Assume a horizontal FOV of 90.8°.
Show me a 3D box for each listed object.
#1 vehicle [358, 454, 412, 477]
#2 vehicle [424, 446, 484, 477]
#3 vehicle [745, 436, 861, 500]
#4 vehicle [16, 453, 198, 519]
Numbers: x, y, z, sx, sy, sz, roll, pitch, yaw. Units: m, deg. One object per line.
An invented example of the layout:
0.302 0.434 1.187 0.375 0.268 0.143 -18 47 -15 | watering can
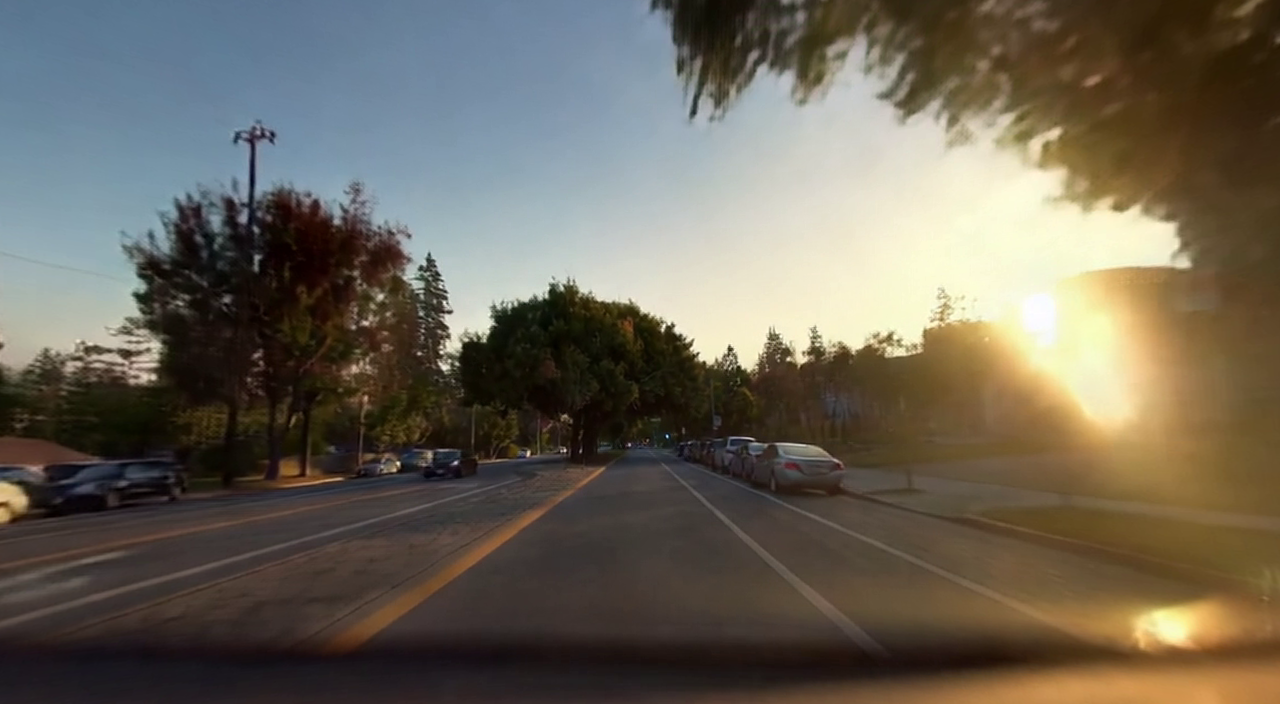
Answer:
-17.868 7.934 44.410 1.921 1.480 4.392 -1 -8 1 | vehicle
-10.171 5.982 34.914 1.978 1.566 4.357 -1 -8 0 | vehicle
4.415 3.203 17.932 1.927 1.523 4.668 0 -8 -1 | vehicle
-17.808 4.451 21.518 2.105 1.734 4.673 -4 -8 1 | vehicle
